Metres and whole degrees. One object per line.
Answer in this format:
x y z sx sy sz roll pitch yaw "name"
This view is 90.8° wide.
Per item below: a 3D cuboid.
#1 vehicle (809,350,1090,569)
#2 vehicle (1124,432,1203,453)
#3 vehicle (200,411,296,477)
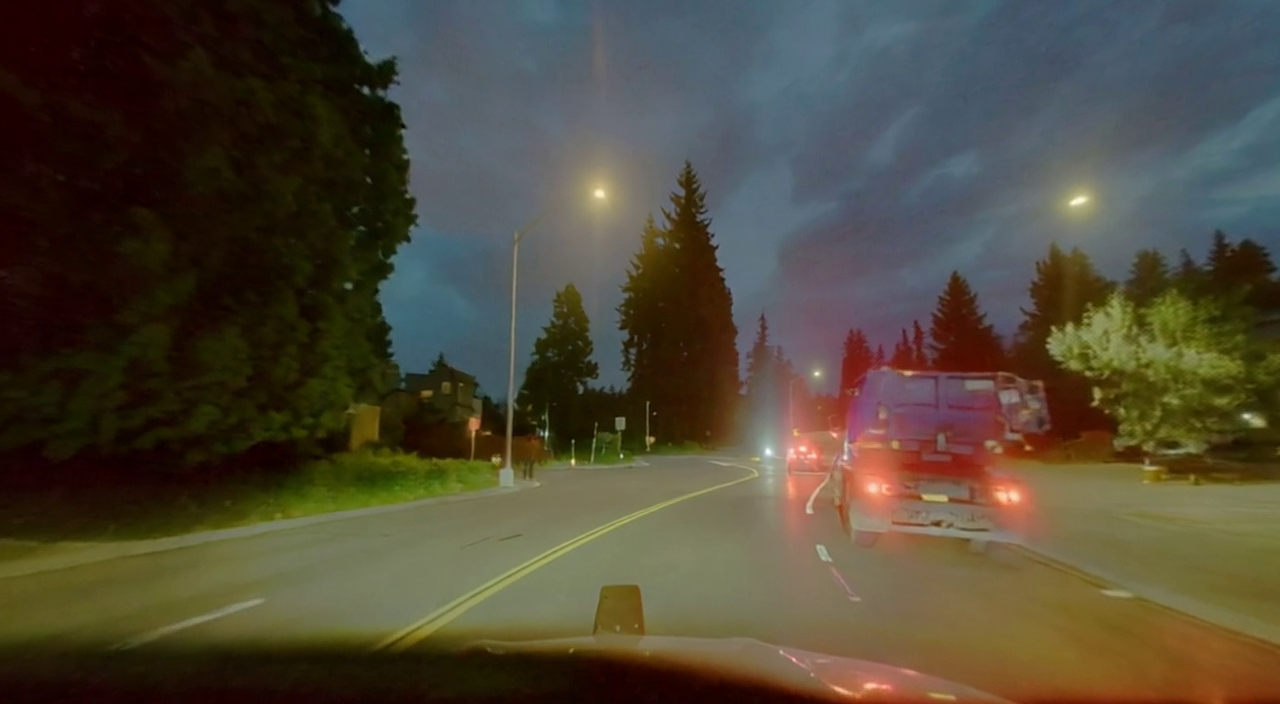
4.708 1.705 11.255 3.098 2.601 6.758 -3 -7 15 "vehicle"
39.304 6.837 47.530 1.714 1.472 4.117 4 -9 -22 "vehicle"
-15.489 3.660 25.107 2.665 2.465 1.532 4 -8 -14 "vehicle"
